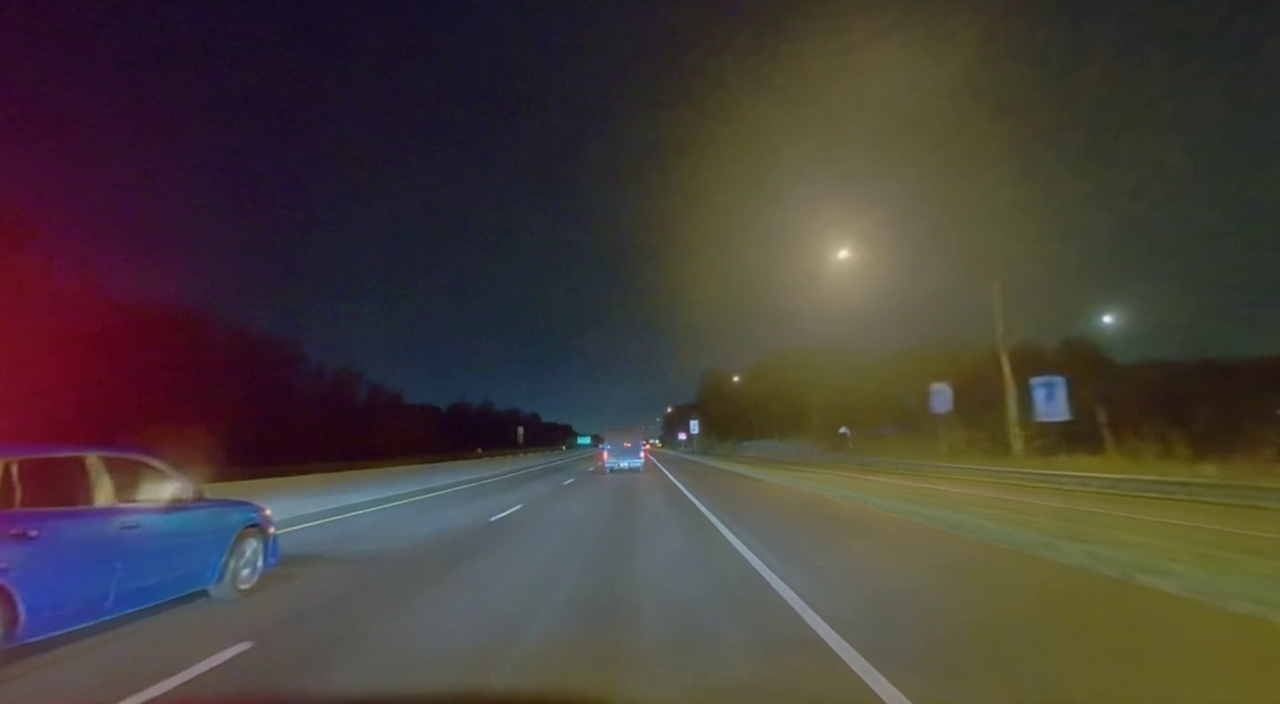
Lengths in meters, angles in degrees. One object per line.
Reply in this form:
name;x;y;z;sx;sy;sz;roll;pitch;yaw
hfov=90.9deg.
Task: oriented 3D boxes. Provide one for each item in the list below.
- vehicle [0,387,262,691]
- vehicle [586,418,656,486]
vehicle;-4.638;1.055;3.659;2.198;1.666;4.311;0;-8;0
vehicle;-0.645;3.574;22.757;2.248;2.154;4.892;0;-8;-1
